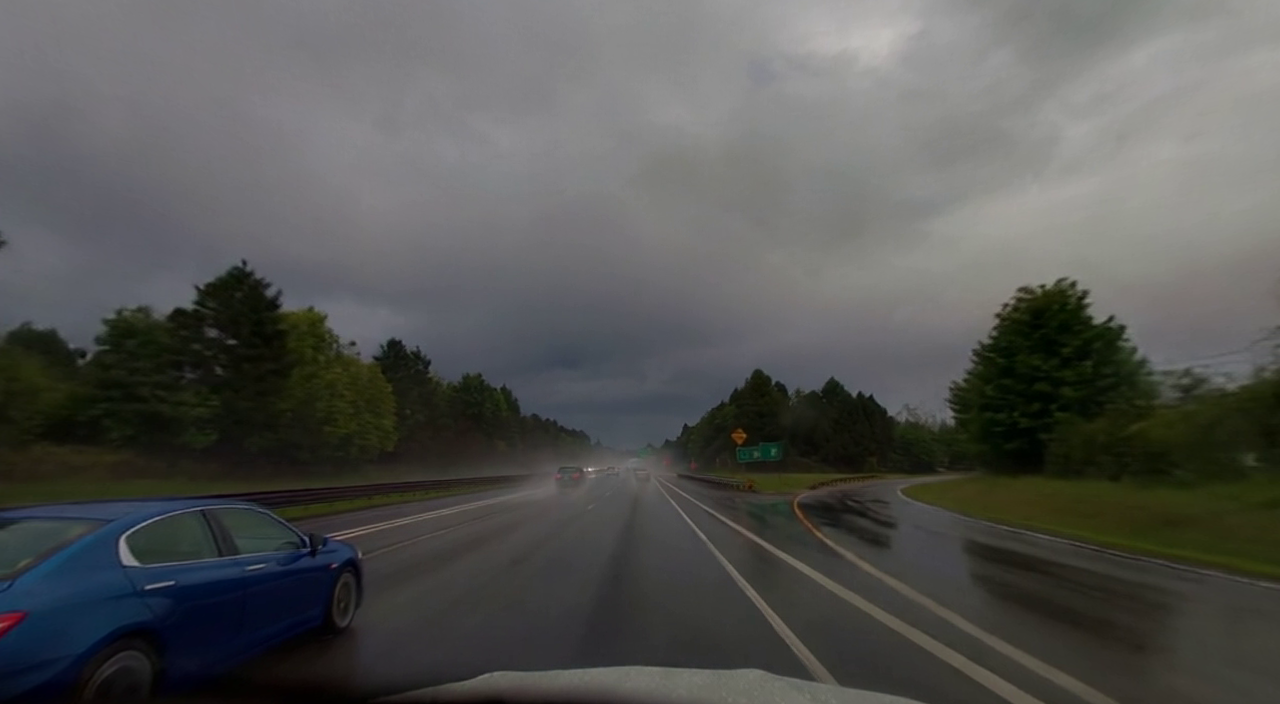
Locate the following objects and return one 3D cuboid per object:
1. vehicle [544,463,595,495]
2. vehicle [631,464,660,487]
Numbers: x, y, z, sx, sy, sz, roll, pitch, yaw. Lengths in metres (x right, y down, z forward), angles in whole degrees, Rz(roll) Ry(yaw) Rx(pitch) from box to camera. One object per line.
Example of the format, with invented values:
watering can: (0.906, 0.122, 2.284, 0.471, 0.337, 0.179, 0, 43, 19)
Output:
vehicle: (-3.535, 6.530, 32.548, 2.047, 1.523, 4.279, 1, -11, 1)
vehicle: (0.373, 9.285, 47.334, 2.065, 1.596, 3.869, 1, -11, 0)
